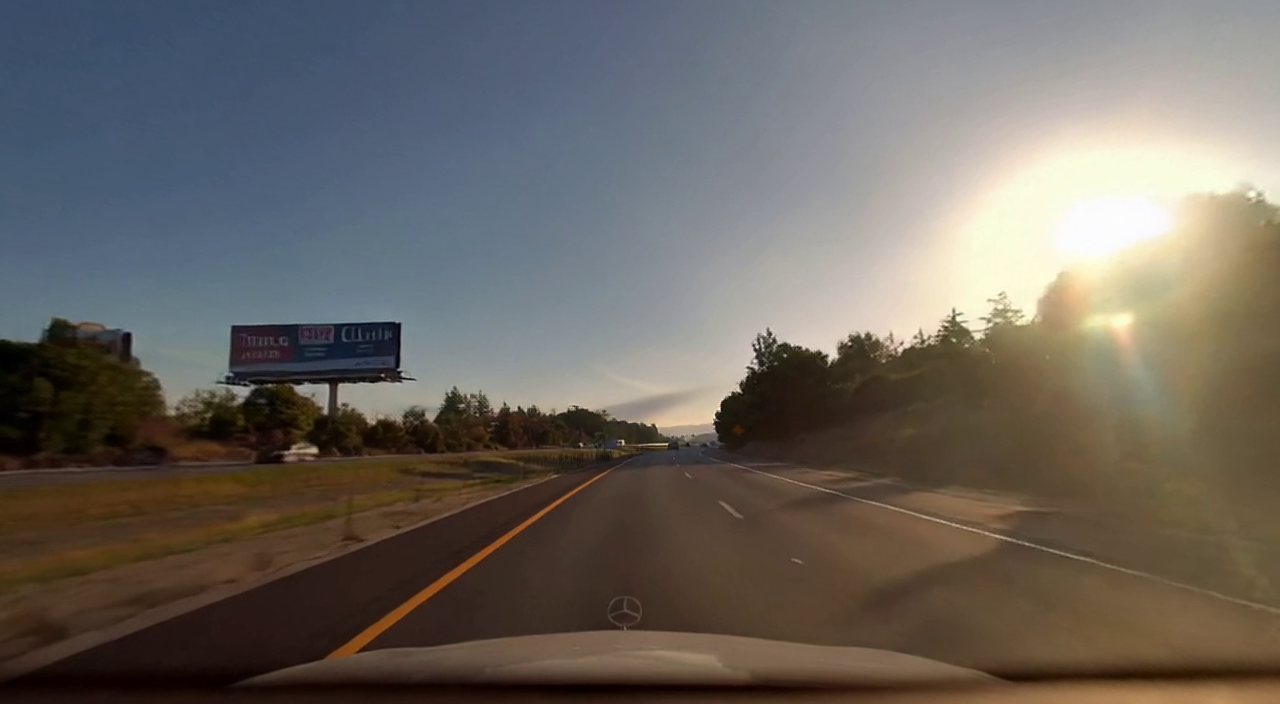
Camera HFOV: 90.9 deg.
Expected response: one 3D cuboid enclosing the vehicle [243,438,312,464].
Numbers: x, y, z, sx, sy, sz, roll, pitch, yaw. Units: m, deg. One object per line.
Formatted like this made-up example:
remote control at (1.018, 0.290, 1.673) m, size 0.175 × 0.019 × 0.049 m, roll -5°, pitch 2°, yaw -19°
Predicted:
vehicle at (-26.906, 7.380, 46.989) m, size 2.105 × 1.813 × 5.077 m, roll 0°, pitch -8°, yaw 0°
